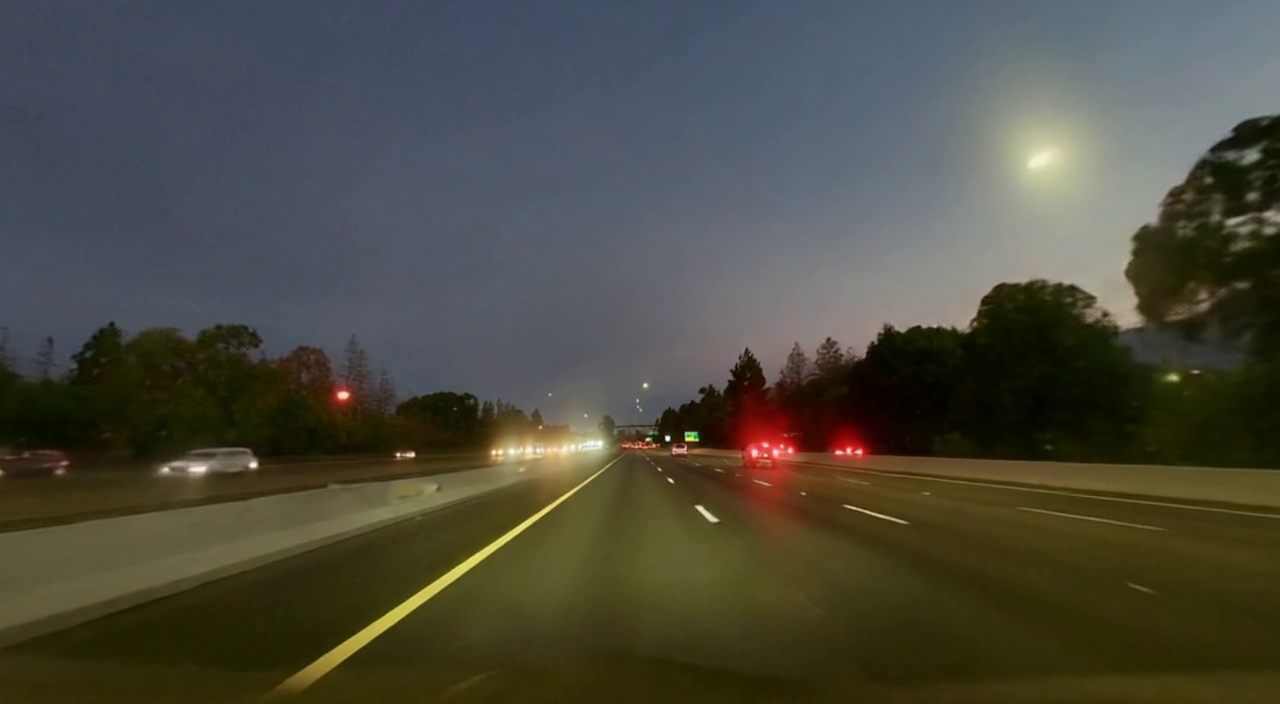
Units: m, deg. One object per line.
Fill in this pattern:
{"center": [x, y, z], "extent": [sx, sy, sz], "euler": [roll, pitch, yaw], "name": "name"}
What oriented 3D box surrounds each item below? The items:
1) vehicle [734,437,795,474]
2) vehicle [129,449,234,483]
{"center": [6.115, 5.139, 31.505], "extent": [2.030, 1.706, 4.279], "euler": [0, -9, -1], "name": "vehicle"}
{"center": [-22.580, 5.608, 31.363], "extent": [1.855, 1.501, 4.438], "euler": [0, -9, 0], "name": "vehicle"}
